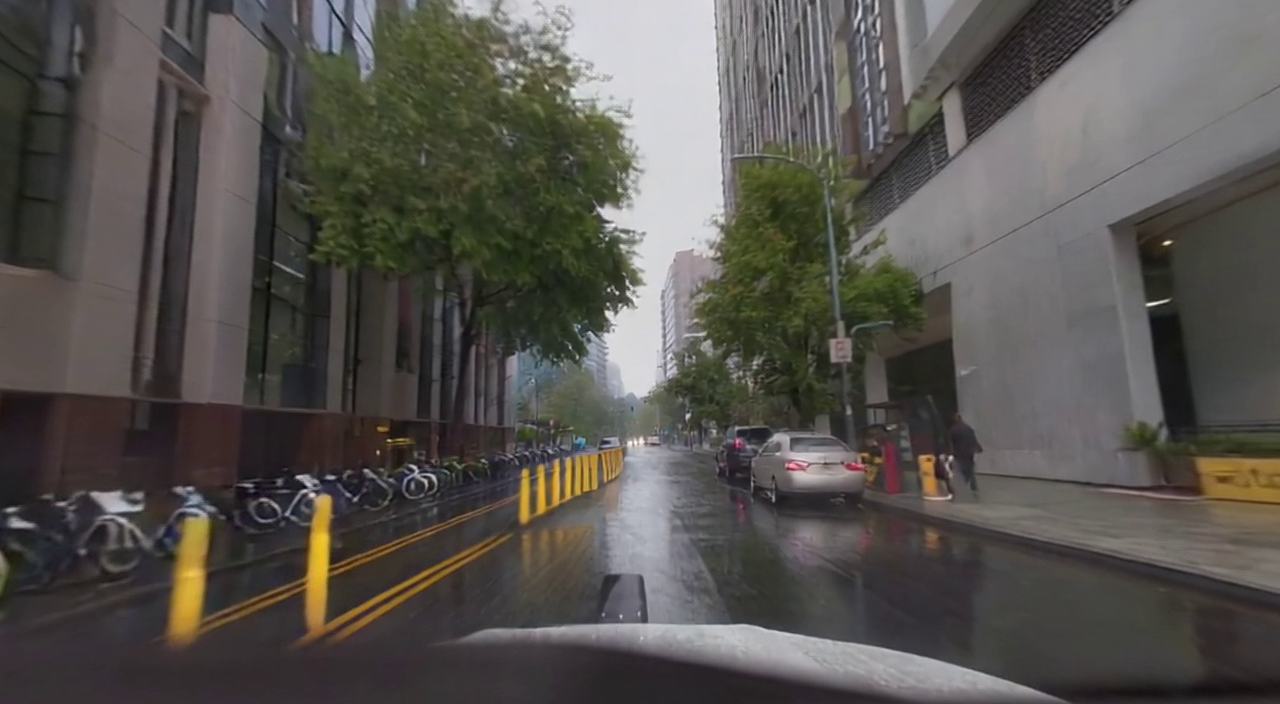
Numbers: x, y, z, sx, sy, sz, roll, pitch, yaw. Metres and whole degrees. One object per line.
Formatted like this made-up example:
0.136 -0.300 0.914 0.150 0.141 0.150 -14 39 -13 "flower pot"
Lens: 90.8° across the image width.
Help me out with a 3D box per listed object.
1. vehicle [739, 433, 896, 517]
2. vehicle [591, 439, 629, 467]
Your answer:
3.559 2.526 13.607 2.020 1.448 4.220 -1 -8 -2 "vehicle"
-1.700 5.880 36.988 2.035 1.506 4.075 -1 -8 -1 "vehicle"
